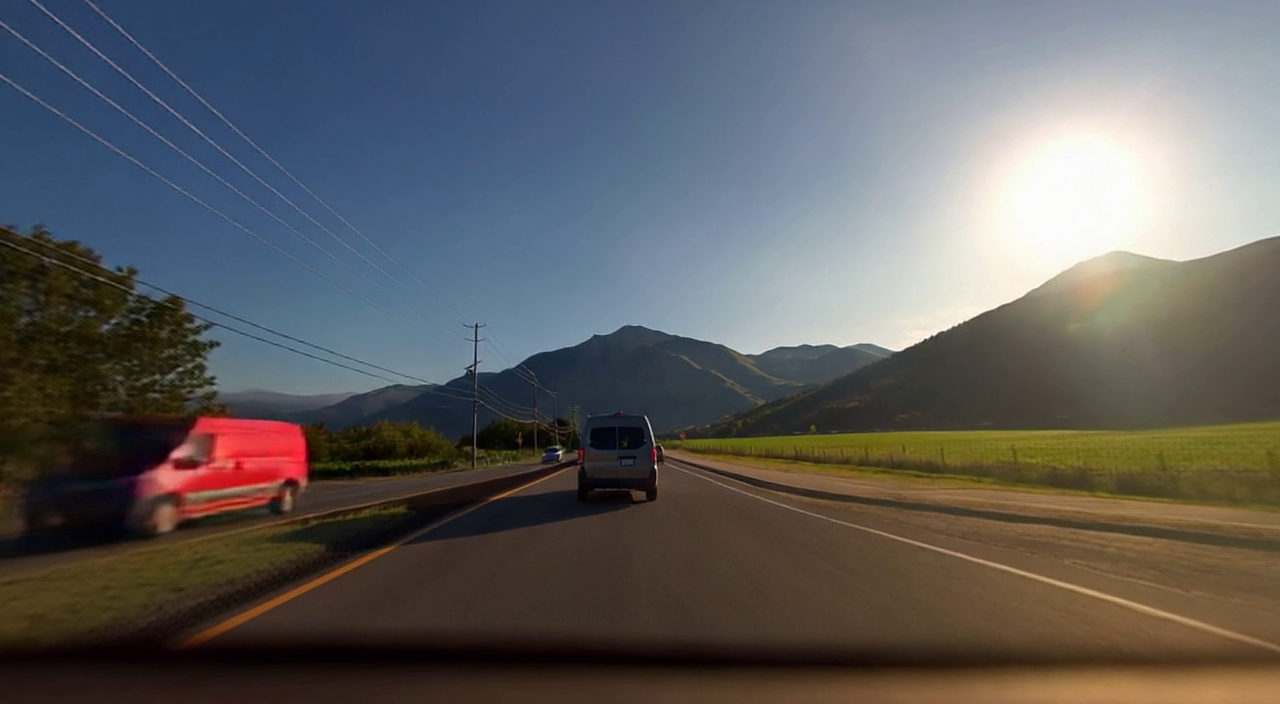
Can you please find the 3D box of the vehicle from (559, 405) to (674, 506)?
[{"bbox_3d":[-0.607,2.556,15.823,2.454,2.144,4.535,0,-8,-3],"label":"vehicle"}]

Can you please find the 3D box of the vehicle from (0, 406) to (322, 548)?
[{"bbox_3d":[-9.448,2.451,13.186,2.260,2.264,5.982,0,-8,2],"label":"vehicle"}]
